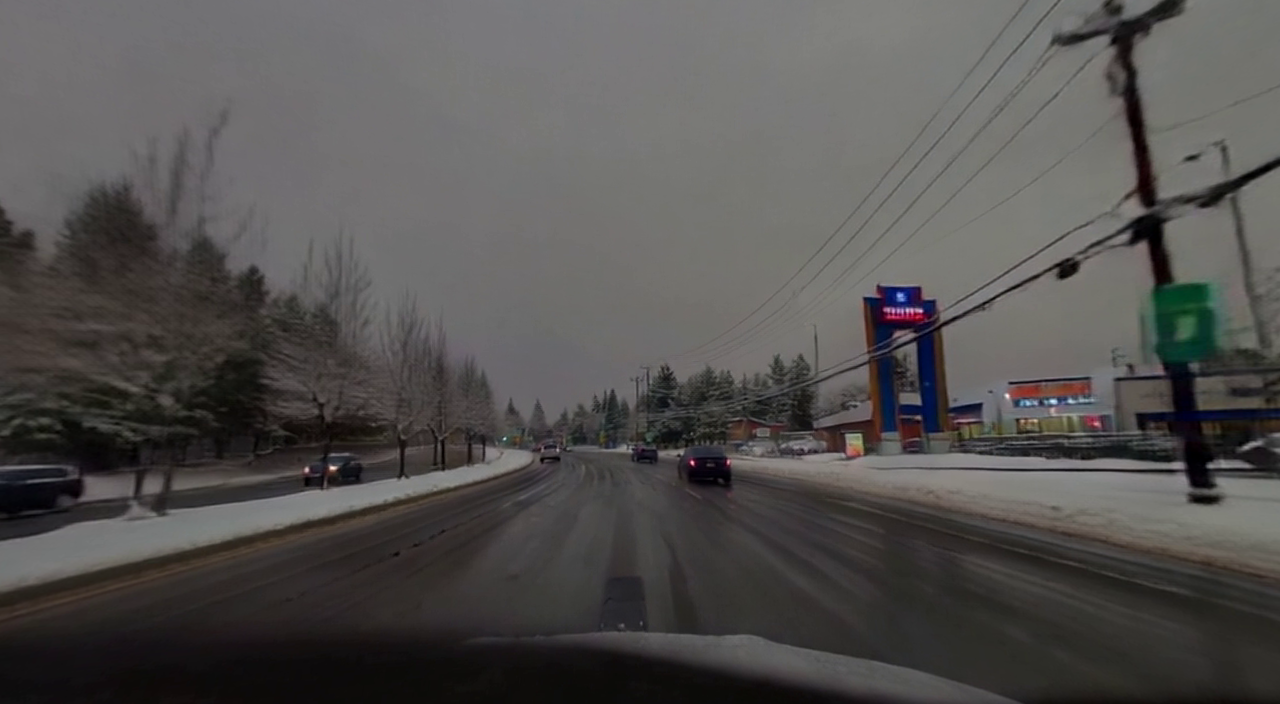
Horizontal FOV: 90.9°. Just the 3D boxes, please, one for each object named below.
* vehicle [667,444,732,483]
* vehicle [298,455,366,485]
[{"bbox_3d":[2.405,4.627,26.557,2.130,1.476,4.453,0,-9,-2],"label":"vehicle"},{"bbox_3d":[-17.407,6.678,35.875,1.873,1.507,4.204,0,-8,-3],"label":"vehicle"}]
